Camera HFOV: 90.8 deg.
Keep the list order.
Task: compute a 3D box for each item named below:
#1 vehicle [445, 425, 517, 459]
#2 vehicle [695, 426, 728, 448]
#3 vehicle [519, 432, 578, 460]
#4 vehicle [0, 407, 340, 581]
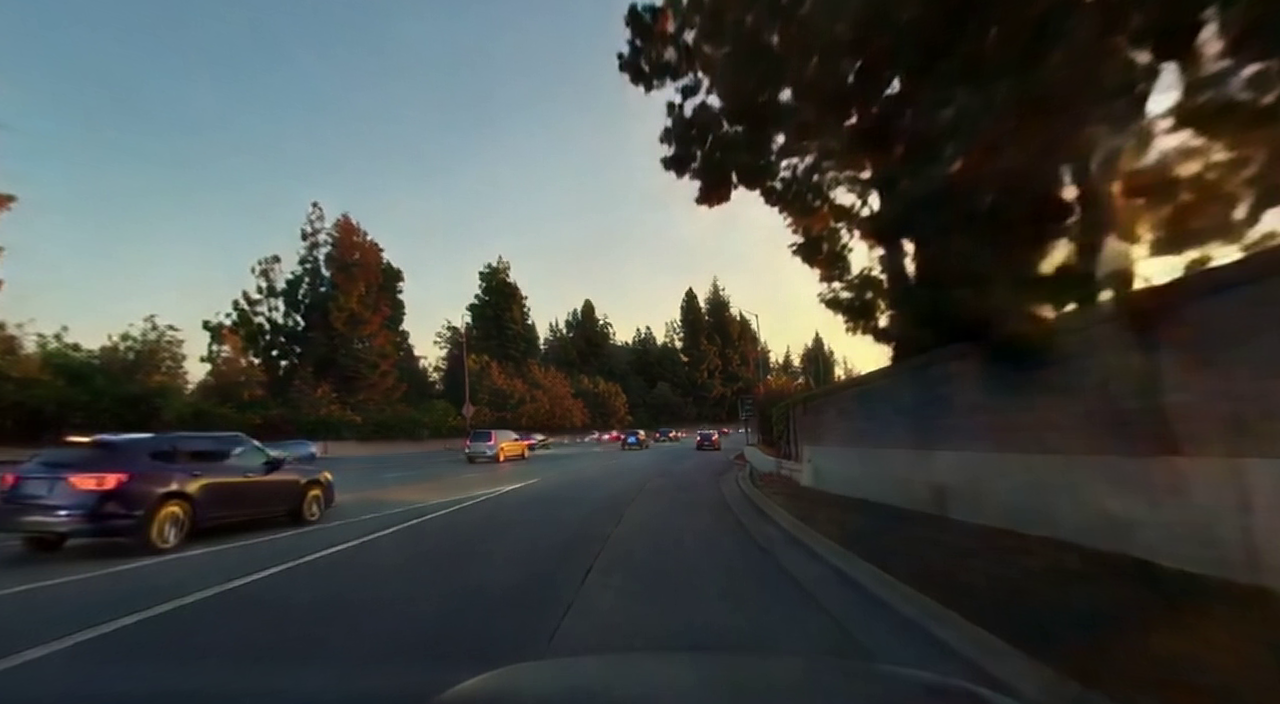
[{"bbox_3d":[-8.934,5.128,35.904,2.089,1.736,4.662,-2,-8,12],"label":"vehicle"},{"bbox_3d":[5.629,6.716,49.555,2.012,1.622,4.166,-2,-9,13],"label":"vehicle"},{"bbox_3d":[-5.032,5.233,35.351,1.860,1.442,4.332,-2,-8,12],"label":"vehicle"},{"bbox_3d":[-6.468,1.704,8.498,2.082,1.638,4.644,-2,-8,8],"label":"vehicle"}]
